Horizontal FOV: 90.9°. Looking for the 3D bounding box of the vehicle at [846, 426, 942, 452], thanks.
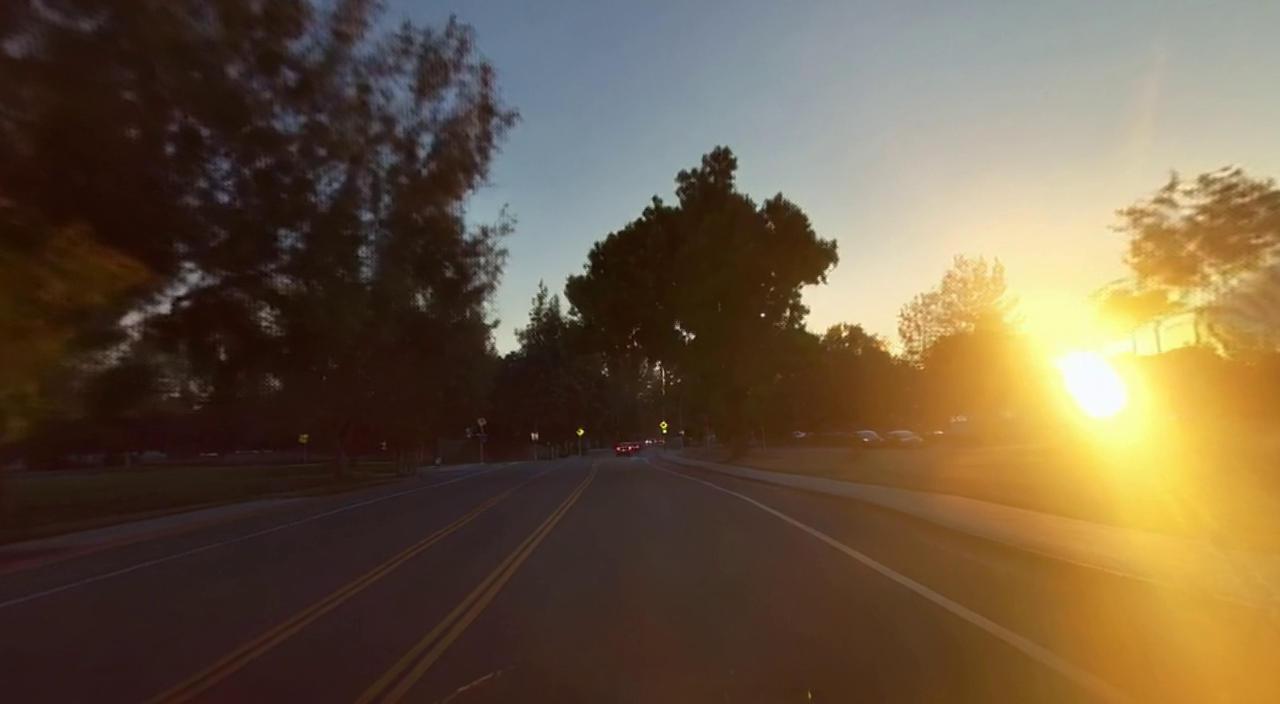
[{"bbox_3d":[14.789,5.094,36.831,4.744,1.476,1.926,0,-8,-5],"label":"vehicle"}]
